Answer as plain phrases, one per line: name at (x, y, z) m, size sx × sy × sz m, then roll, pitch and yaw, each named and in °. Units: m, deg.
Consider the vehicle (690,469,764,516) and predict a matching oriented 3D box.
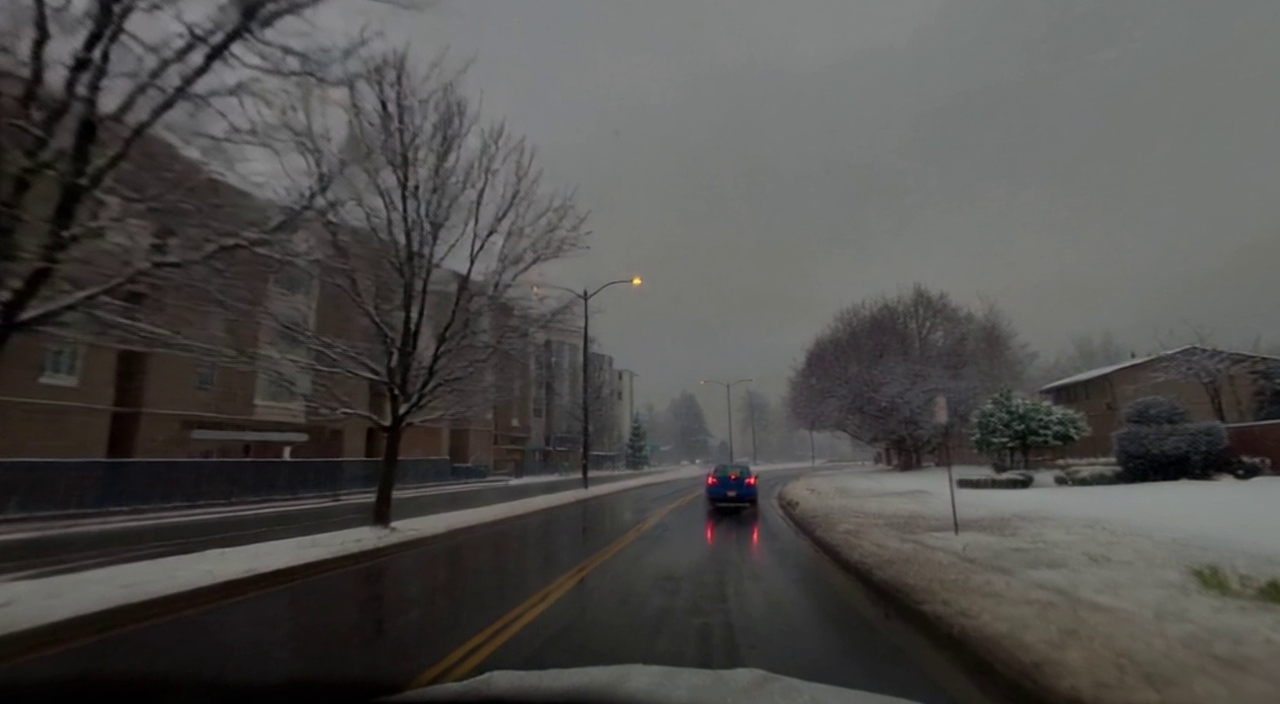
vehicle at (2.874, 4.332, 19.783) m, size 1.972 × 1.250 × 5.282 m, roll -2°, pitch -11°, yaw 11°
